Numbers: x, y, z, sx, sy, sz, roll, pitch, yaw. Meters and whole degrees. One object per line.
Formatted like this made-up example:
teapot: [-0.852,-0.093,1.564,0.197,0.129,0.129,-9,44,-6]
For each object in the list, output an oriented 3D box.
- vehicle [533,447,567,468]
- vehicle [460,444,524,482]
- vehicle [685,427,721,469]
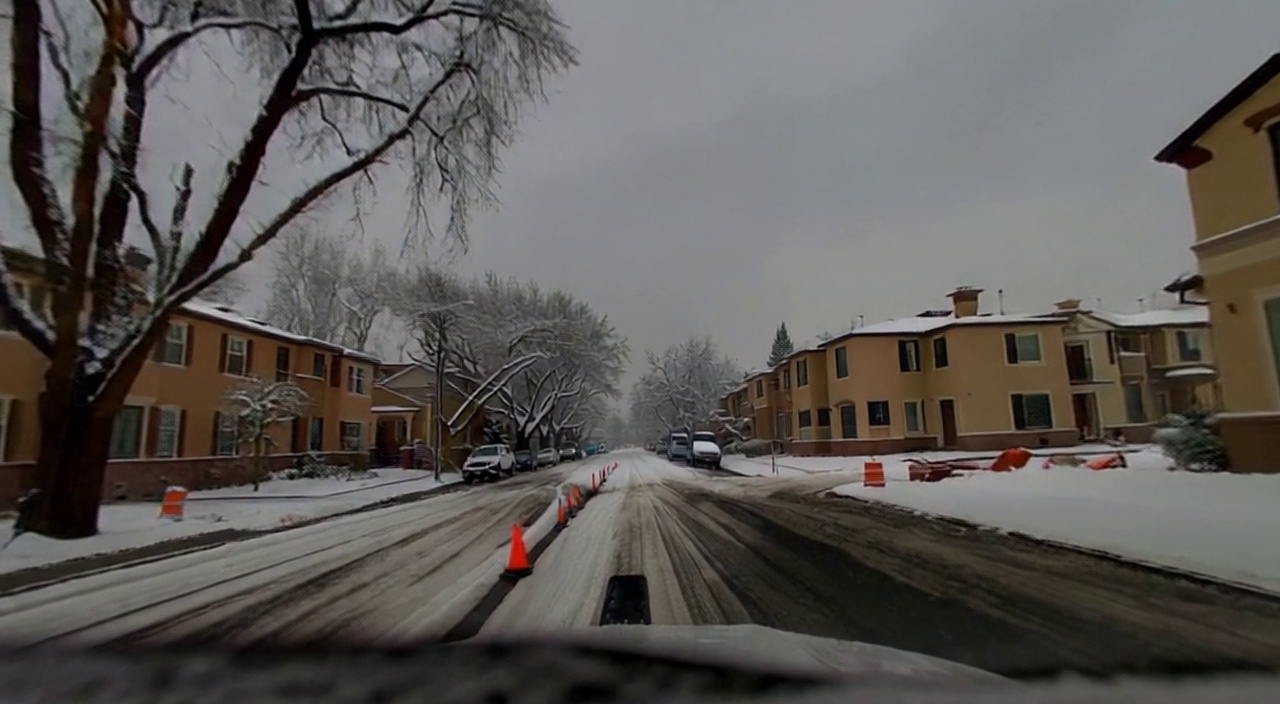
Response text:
vehicle: [-6.861,8.077,48.543,1.974,1.479,4.607,0,-9,0]
vehicle: [-6.724,5.078,29.187,1.957,1.608,4.476,0,-9,-1]
vehicle: [3.920,6.084,40.023,2.082,2.534,3.248,-1,-8,3]
